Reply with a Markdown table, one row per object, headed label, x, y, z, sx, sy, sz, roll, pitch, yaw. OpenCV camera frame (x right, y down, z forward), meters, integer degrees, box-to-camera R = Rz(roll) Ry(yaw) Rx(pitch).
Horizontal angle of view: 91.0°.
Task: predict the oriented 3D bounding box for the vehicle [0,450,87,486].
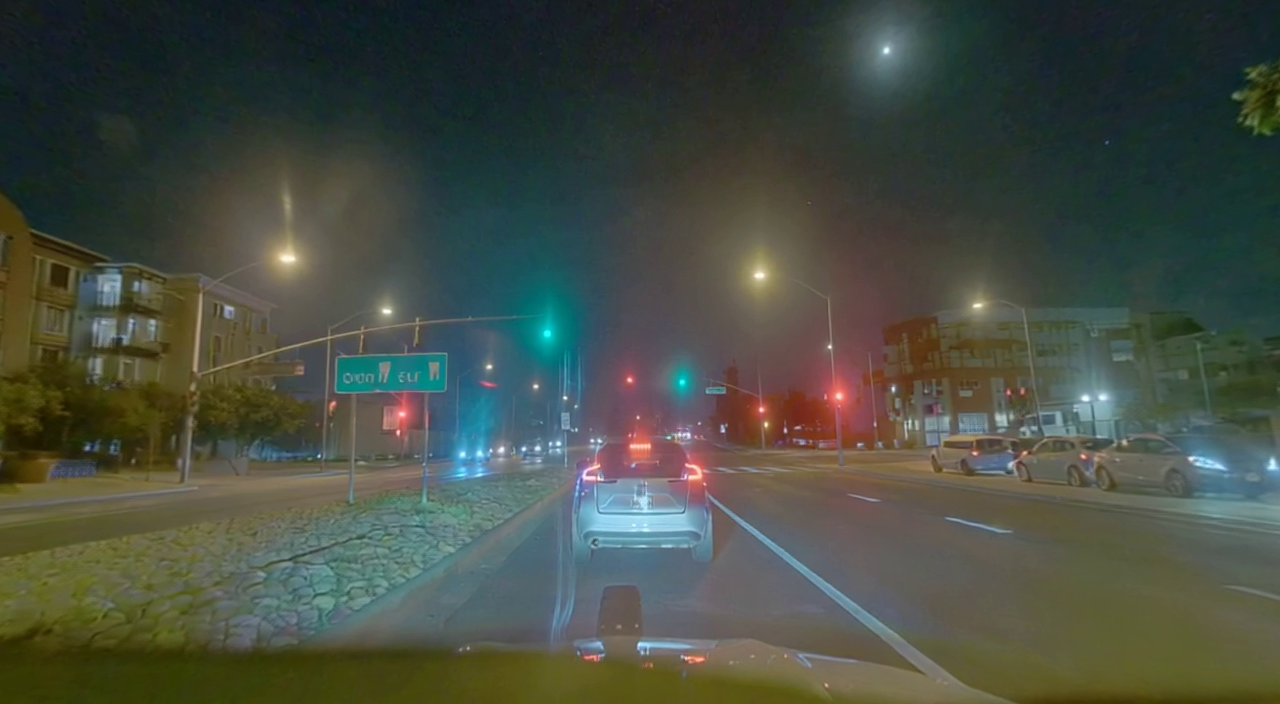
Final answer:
| label | x | y | z | sx | sy | sz | roll | pitch | yaw |
| --- | --- | --- | --- | --- | --- | --- | --- | --- | --- |
| vehicle | -27.399 | 5.089 | 27.900 | 1.773 | 1.438 | 4.268 | 0 | -9 | 2 |

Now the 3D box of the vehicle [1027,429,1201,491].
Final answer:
| label | x | y | z | sx | sy | sz | roll | pitch | yaw |
| --- | --- | --- | --- | --- | --- | --- | --- | --- | --- |
| vehicle | 13.078 | 3.000 | 17.737 | 1.859 | 1.525 | 3.948 | 0 | -9 | 1 |

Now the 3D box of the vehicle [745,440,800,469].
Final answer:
| label | x | y | z | sx | sy | sz | roll | pitch | yaw |
| --- | --- | --- | --- | --- | --- | --- | --- | --- | --- |
| vehicle | 7.032 | 5.482 | 33.821 | 1.932 | 1.439 | 4.159 | 0 | -9 | -1 |

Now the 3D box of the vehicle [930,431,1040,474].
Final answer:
| label | x | y | z | sx | sy | sz | roll | pitch | yaw |
| --- | --- | --- | --- | --- | --- | --- | --- | --- | --- |
| vehicle | 13.093 | 3.844 | 24.167 | 1.887 | 1.504 | 3.898 | 0 | -9 | -2 |

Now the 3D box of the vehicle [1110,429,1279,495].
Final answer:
| label | x | y | z | sx | sy | sz | roll | pitch | yaw |
| --- | --- | --- | --- | --- | --- | --- | --- | --- | --- |
| vehicle | 15.766 | 3.073 | 17.851 | 1.814 | 1.642 | 3.863 | 0 | -9 | 1 |

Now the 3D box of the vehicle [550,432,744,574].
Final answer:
| label | x | y | z | sx | sy | sz | roll | pitch | yaw |
| --- | --- | --- | --- | --- | --- | --- | --- | --- | --- |
| vehicle | -0.034 | 1.878 | 8.654 | 2.010 | 1.447 | 4.121 | 0 | -9 | -3 |
